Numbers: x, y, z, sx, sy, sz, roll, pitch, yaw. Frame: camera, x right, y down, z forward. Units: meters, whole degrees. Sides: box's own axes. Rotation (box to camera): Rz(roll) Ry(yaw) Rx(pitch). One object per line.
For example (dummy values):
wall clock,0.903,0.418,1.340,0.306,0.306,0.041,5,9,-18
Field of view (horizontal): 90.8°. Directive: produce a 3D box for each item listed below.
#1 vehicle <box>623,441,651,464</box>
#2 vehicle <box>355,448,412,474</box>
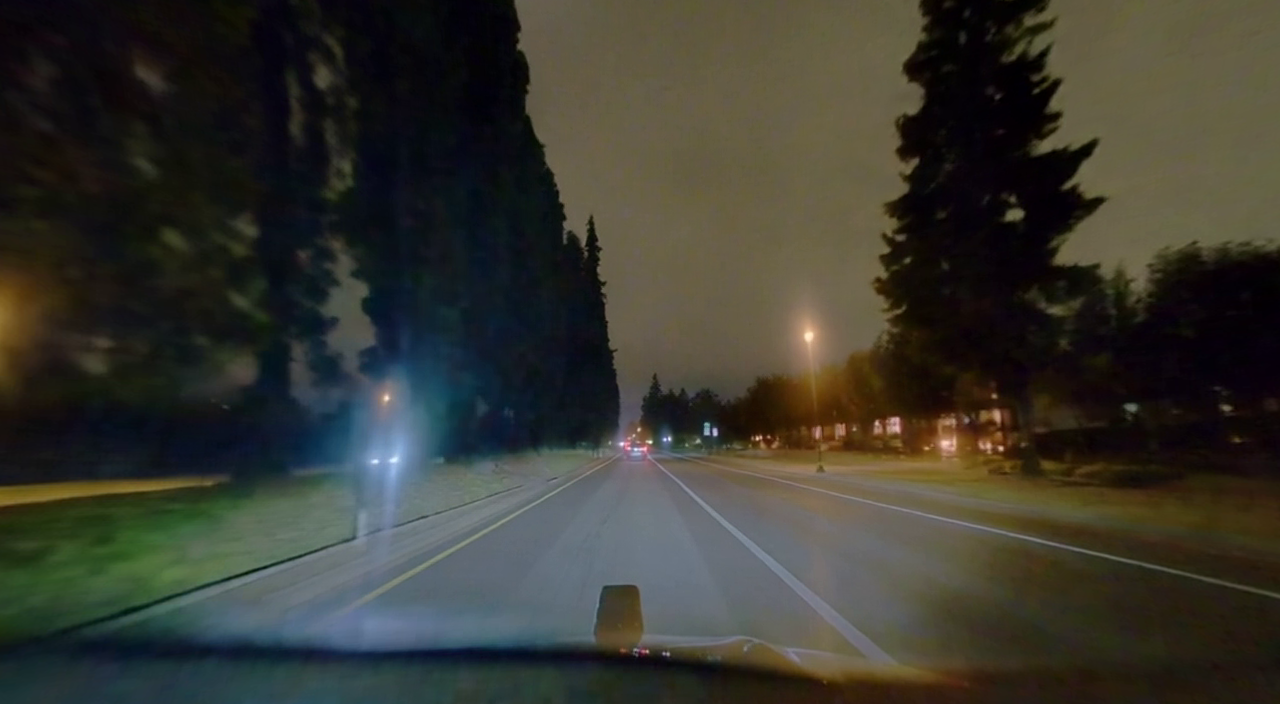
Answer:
vehicle,-0.238,7.513,47.261,2.016,1.665,3.932,0,-8,-1
vehicle,-17.962,7.638,44.483,1.986,1.649,4.573,0,-8,1
